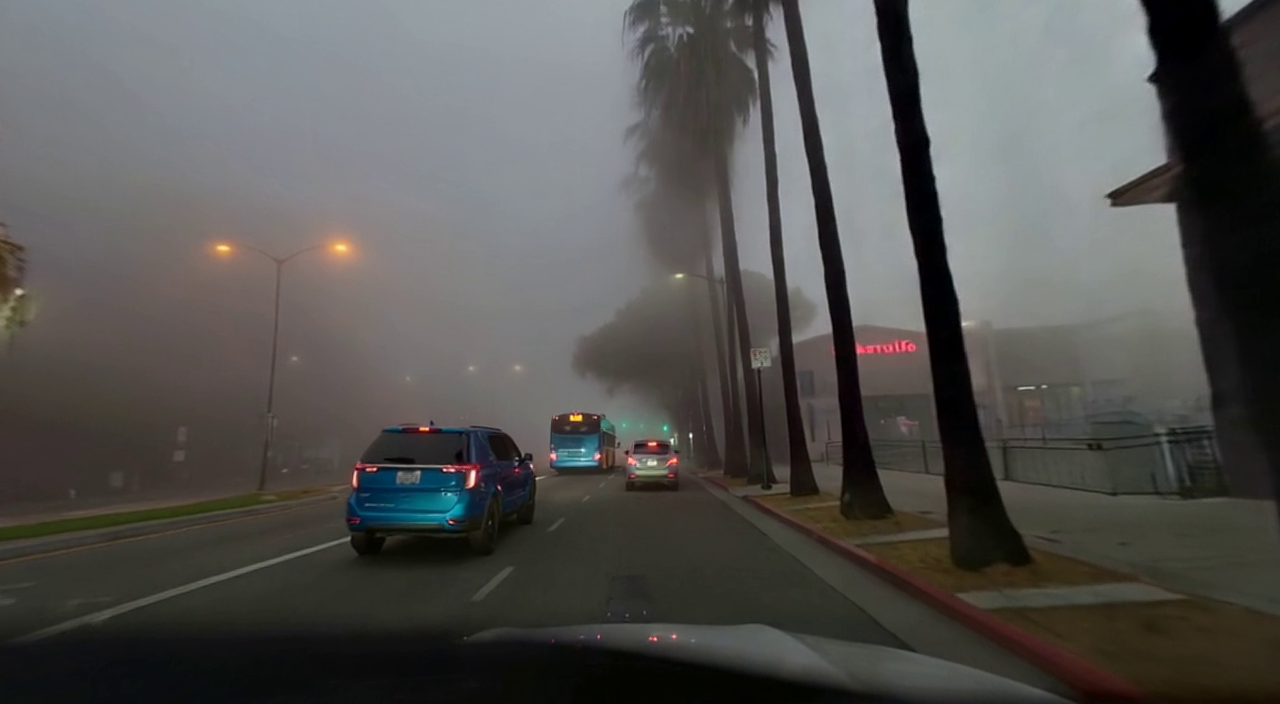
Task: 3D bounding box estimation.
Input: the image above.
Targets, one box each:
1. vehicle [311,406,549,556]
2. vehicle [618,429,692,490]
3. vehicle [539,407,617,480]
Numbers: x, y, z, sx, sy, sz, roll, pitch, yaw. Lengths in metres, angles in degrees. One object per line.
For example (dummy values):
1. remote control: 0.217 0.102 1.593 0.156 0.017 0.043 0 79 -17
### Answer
1. vehicle: -2.876 1.899 9.987 2.124 1.799 4.587 0 -8 1
2. vehicle: 0.443 3.399 20.195 2.120 1.727 3.917 0 -8 0
3. vehicle: -2.741 4.439 30.643 2.775 3.064 8.297 0 -8 1
